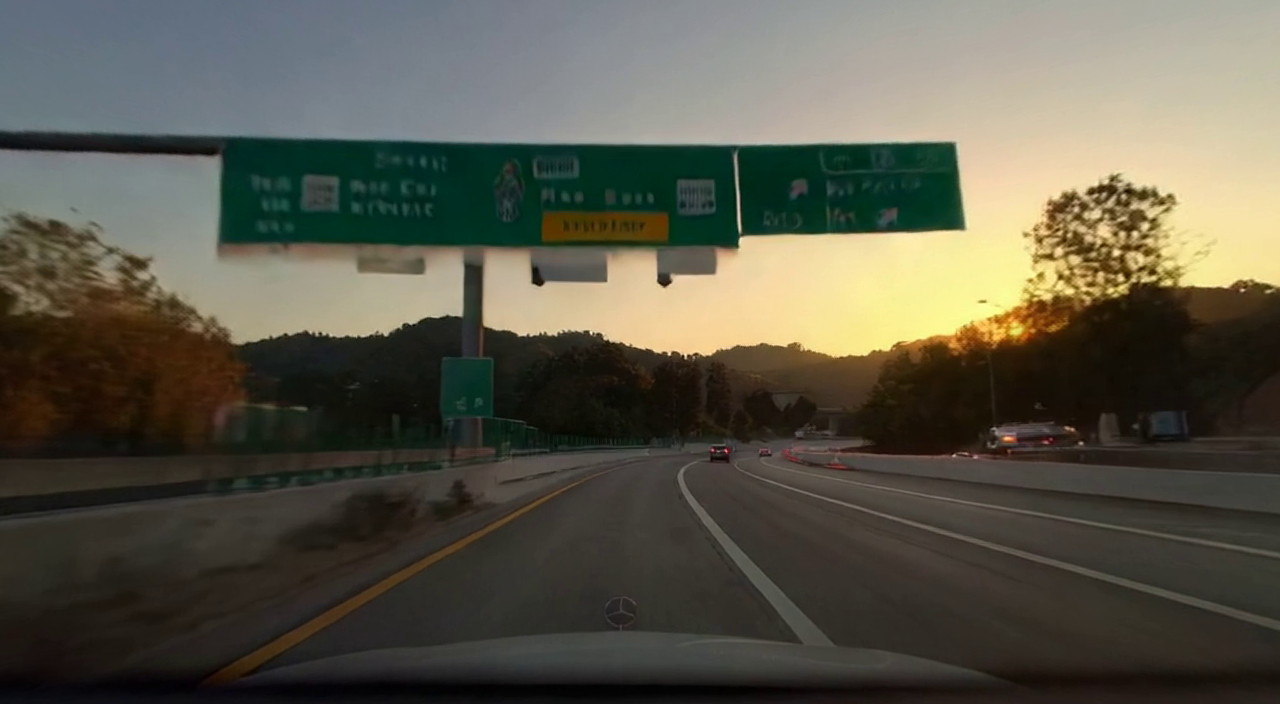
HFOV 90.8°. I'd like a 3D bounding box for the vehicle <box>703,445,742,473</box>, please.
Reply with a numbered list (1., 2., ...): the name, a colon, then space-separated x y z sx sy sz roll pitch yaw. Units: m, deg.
1. vehicle: 4.720 6.170 36.779 1.874 1.506 4.116 0 -8 2
